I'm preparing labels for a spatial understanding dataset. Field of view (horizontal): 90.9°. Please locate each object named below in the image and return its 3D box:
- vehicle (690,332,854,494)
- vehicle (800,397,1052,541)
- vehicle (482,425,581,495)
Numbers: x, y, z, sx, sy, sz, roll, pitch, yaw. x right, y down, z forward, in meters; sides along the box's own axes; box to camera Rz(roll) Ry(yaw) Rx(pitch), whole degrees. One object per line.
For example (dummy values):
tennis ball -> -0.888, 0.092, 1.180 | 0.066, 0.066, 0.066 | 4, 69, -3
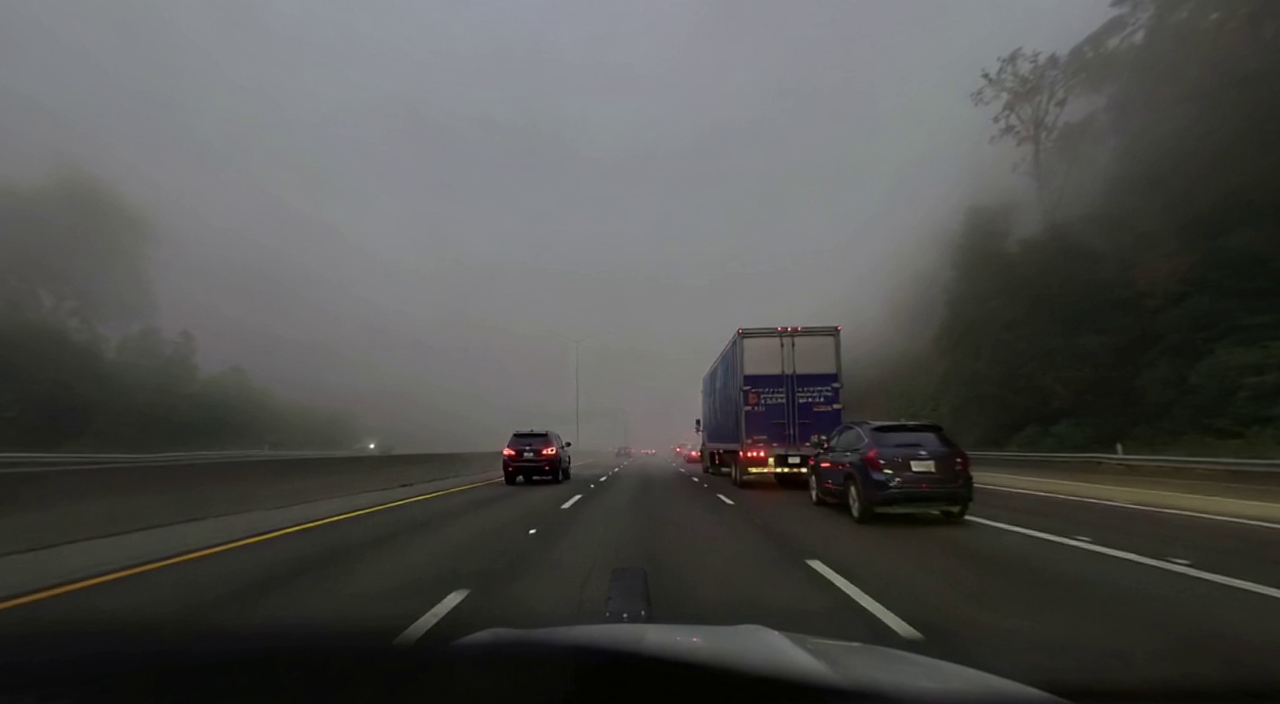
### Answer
vehicle -> 4.013, 2.731, 24.173 | 2.903, 4.190, 15.630 | 0, -9, 0
vehicle -> 4.017, 1.738, 9.802 | 1.984, 1.737, 4.064 | 0, -9, 0
vehicle -> -2.923, 3.042, 18.053 | 2.006, 1.741, 4.277 | -1, -9, 1
